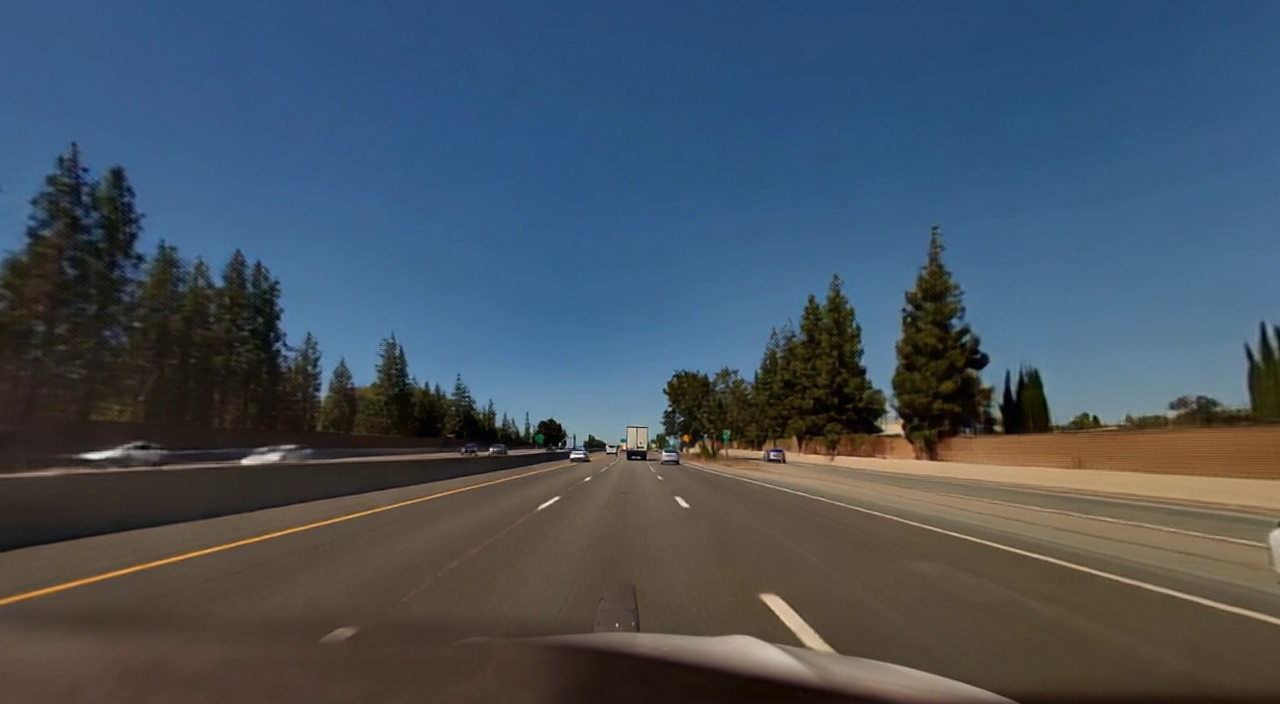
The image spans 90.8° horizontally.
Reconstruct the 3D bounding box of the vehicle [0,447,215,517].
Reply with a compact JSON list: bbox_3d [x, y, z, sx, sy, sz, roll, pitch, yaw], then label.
[{"bbox_3d":[-12.891,3.077,15.474,2.040,1.449,4.216,0,-9,0],"label":"vehicle"}]

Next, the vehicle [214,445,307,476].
[{"bbox_3d":[-19.167,5.477,32.172,1.841,1.460,4.708,0,-9,0],"label":"vehicle"}]
